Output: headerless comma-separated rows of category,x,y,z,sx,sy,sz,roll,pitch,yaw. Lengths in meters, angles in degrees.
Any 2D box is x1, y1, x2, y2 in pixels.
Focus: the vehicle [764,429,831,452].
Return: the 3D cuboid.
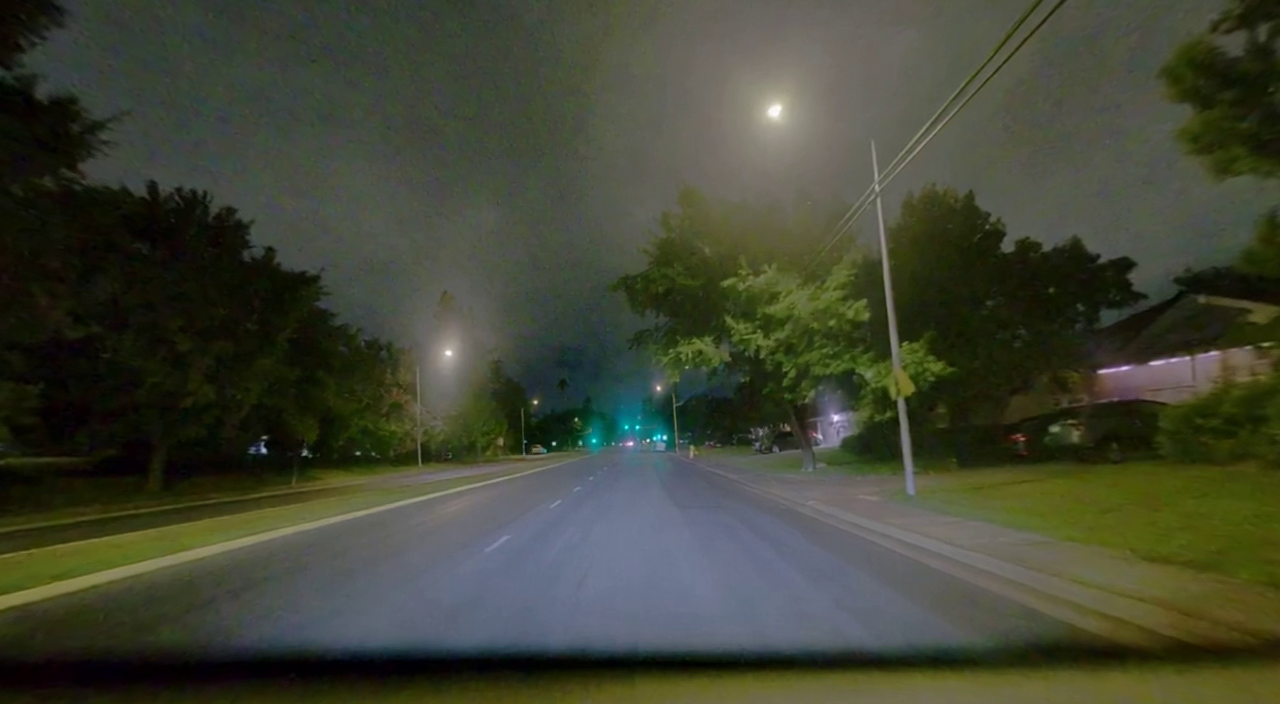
vehicle,11.817,6.688,47.549,4.545,1.680,2.001,-1,-8,4
